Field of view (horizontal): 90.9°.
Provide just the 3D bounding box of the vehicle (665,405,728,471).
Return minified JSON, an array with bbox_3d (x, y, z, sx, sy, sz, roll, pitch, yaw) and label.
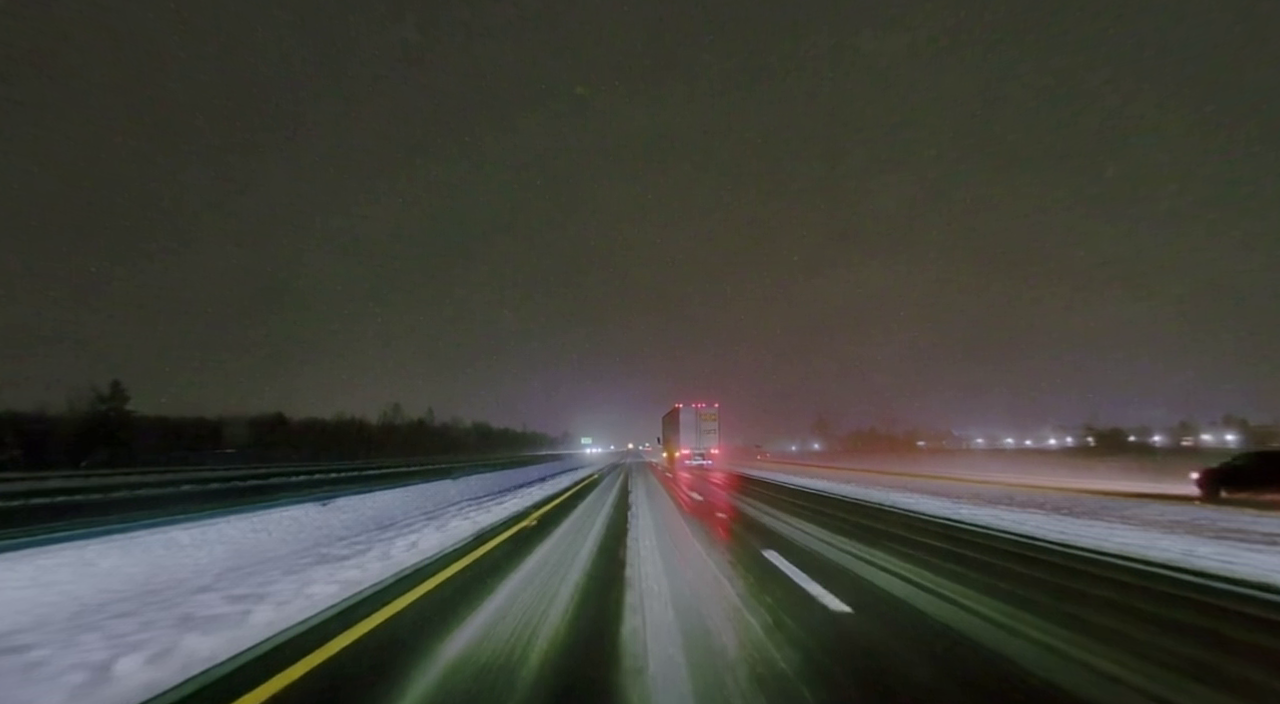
[{"bbox_3d":[3.709,6.251,45.049,3.175,4.103,11.612,0,-9,-1],"label":"vehicle"}]
